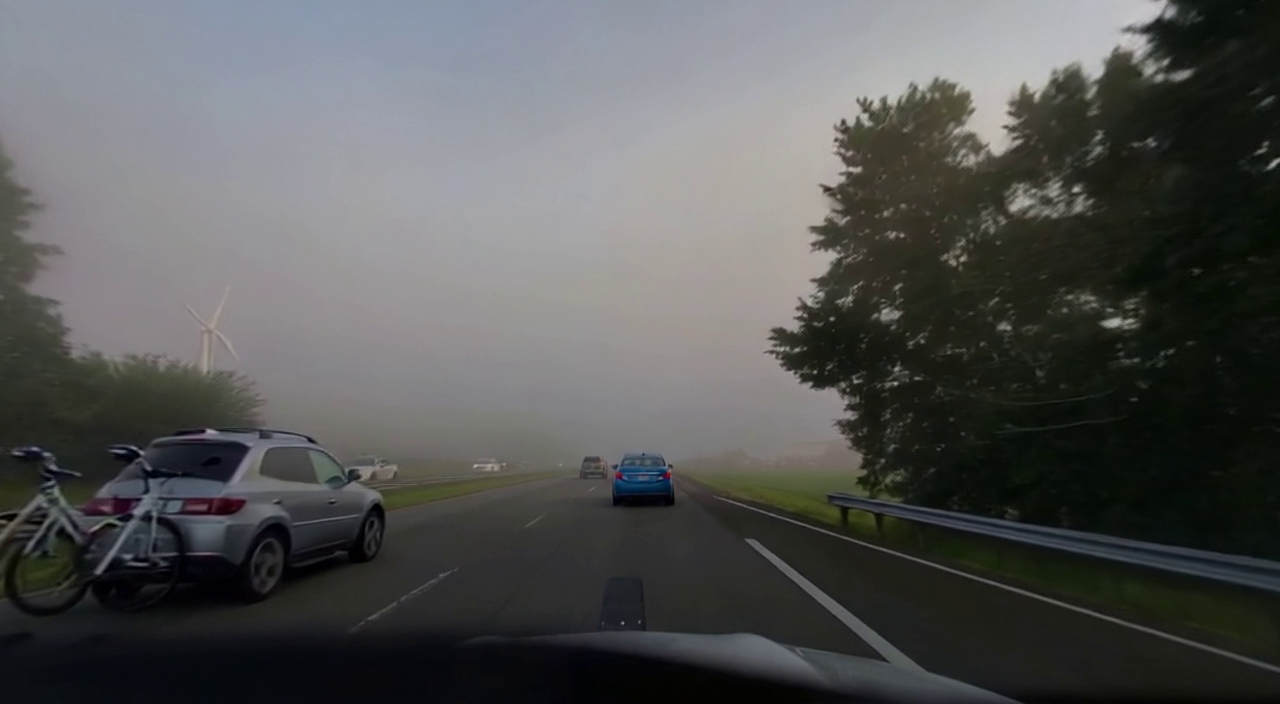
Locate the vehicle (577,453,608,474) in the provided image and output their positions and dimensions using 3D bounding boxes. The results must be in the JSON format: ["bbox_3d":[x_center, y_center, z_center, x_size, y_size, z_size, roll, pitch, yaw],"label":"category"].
[{"bbox_3d":[-3.539,8.397,47.591,2.059,1.455,4.205,0,-9,0],"label":"vehicle"}]

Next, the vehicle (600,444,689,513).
[{"bbox_3d":[0.120,3.270,16.765,2.063,1.582,3.955,0,-9,0],"label":"vehicle"}]

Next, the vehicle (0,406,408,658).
[{"bbox_3d":[-4.110,1.538,6.349,1.962,1.681,4.033,0,-9,0],"label":"vehicle"}]
